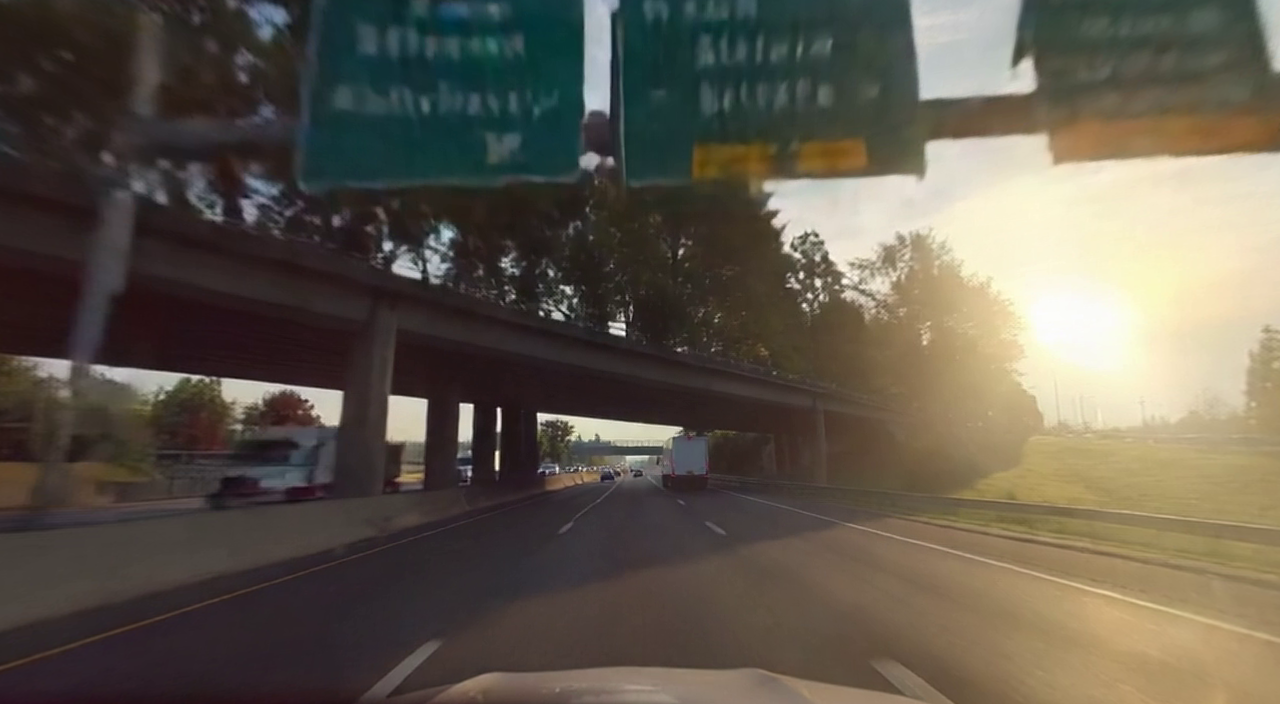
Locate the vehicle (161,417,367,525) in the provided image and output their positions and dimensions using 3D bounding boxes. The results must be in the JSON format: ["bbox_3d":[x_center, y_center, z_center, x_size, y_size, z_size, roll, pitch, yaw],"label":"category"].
[{"bbox_3d":[-12.898,4.224,22.630,2.817,3.169,7.128,1,-10,0],"label":"vehicle"}]
